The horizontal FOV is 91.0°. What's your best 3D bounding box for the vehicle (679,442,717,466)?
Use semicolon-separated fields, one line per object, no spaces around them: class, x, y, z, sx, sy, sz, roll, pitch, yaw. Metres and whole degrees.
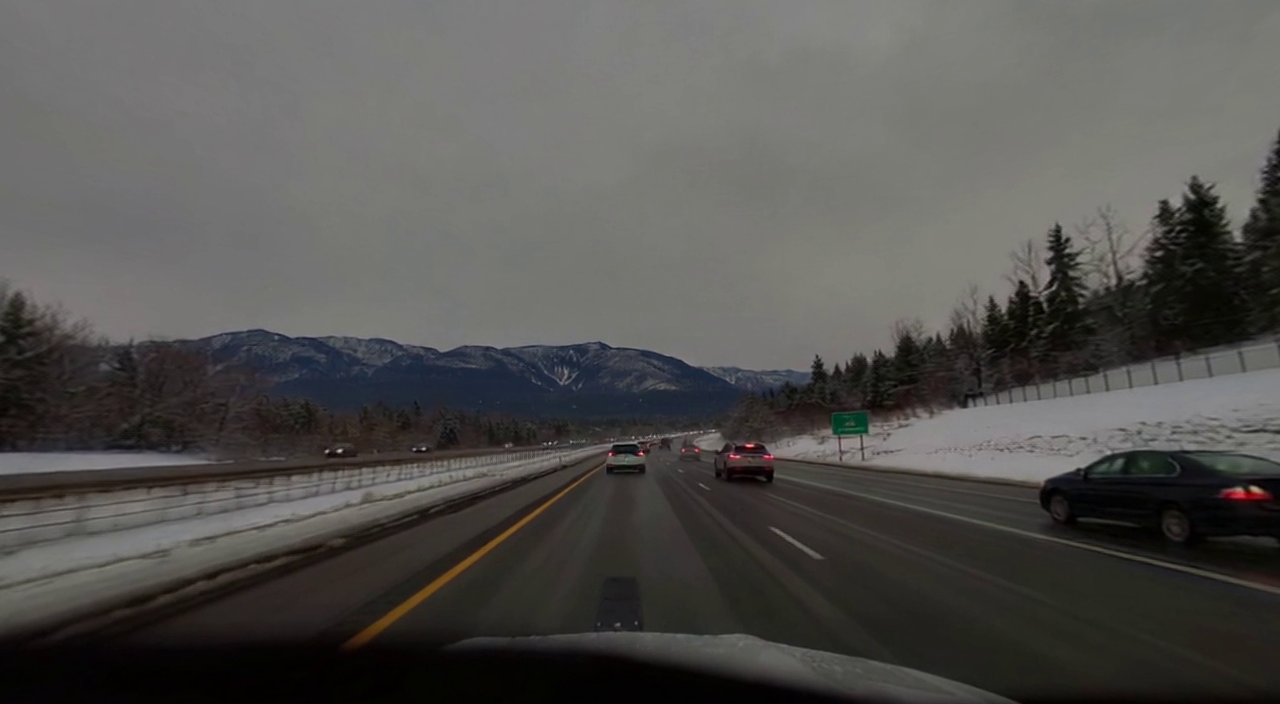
vehicle;3.654;6.483;40.165;1.957;1.447;4.241;0;-8;-1

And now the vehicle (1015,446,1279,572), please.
vehicle;7.619;1.976;8.812;1.910;1.303;4.462;0;-8;-1

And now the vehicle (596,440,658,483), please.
vehicle;-0.483;4.008;23.353;2.085;1.449;3.860;0;-8;-1

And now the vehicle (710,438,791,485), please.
vehicle;3.767;3.819;22.254;1.949;1.493;4.272;0;-8;-2
